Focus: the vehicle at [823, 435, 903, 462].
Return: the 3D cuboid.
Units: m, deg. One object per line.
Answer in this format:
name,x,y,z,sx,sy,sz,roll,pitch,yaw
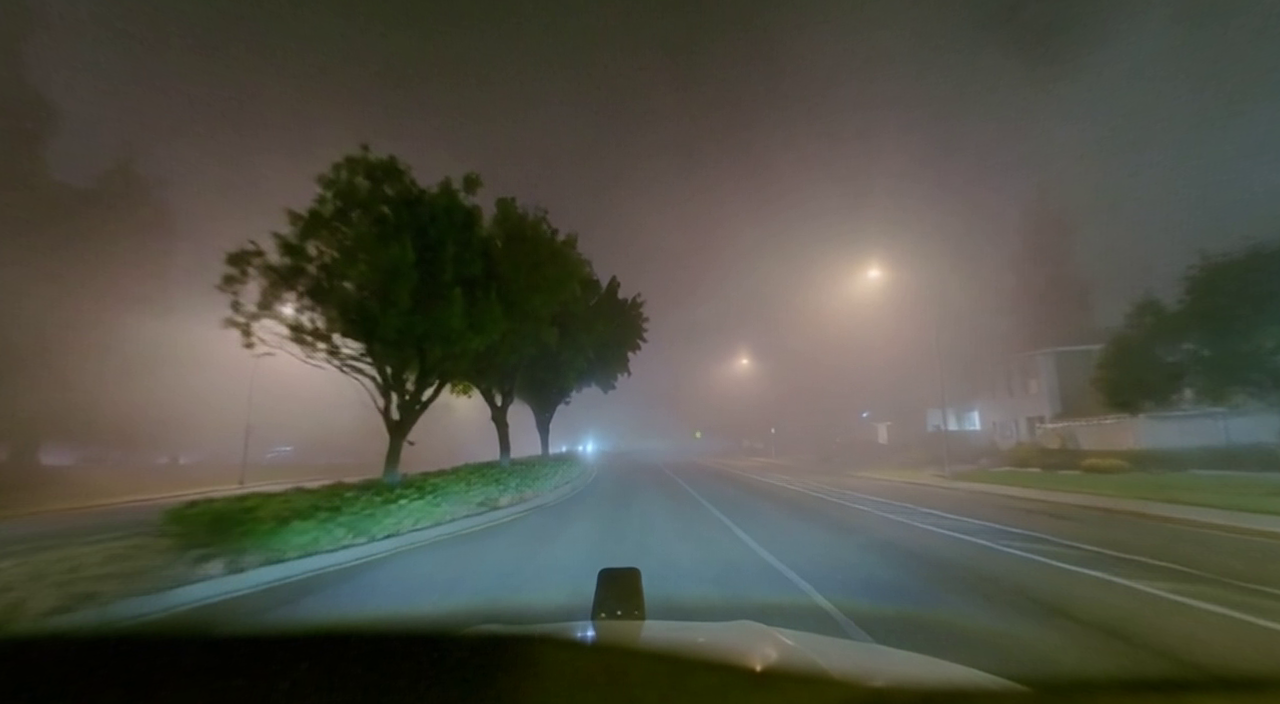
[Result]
vehicle,15.204,6.617,43.190,4.605,1.779,2.135,0,-9,-1
